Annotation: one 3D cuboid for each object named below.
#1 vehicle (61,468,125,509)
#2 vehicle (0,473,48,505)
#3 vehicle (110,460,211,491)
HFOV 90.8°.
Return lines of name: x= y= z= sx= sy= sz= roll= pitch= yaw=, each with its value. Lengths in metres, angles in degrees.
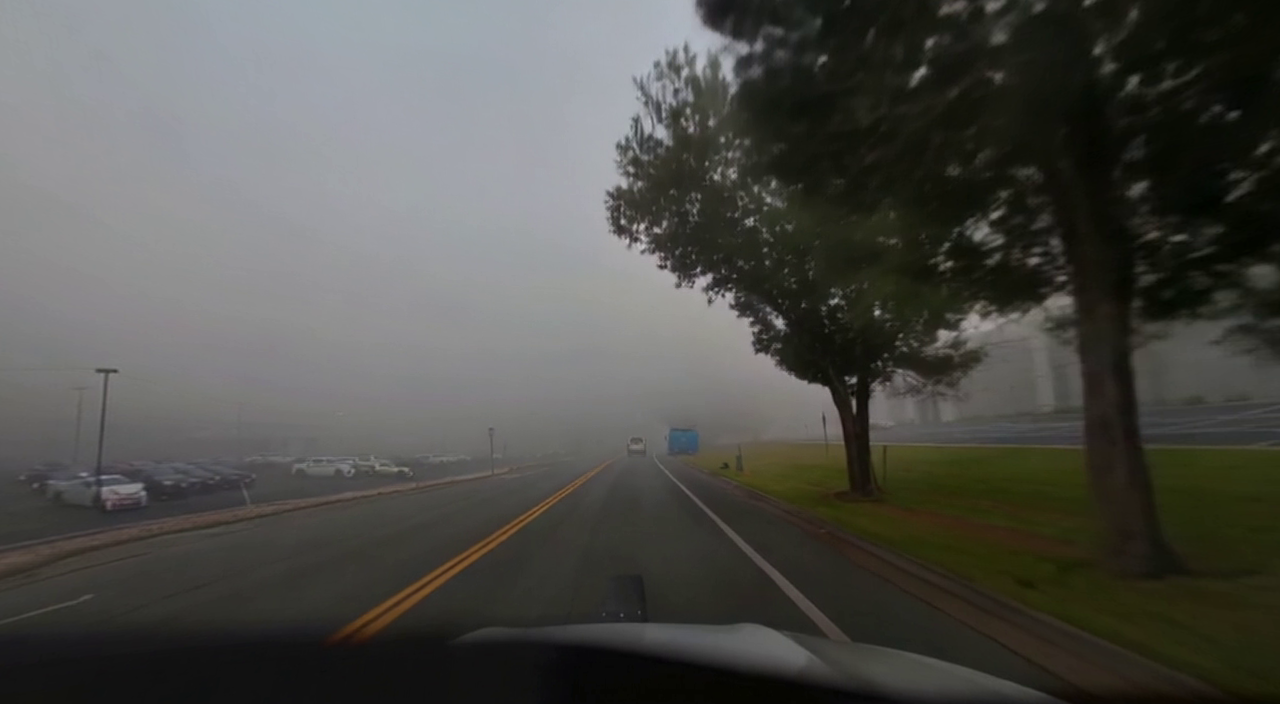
vehicle: x=-27.792 y=6.912 z=32.243 sx=1.930 sy=1.718 sz=4.438 roll=5 pitch=-10 yaw=-35
vehicle: x=-32.000 y=7.077 z=32.710 sx=1.747 sy=1.468 sz=3.972 roll=7 pitch=-13 yaw=-41
vehicle: x=-33.707 y=8.692 z=44.508 sx=5.432 sy=1.791 sz=2.159 roll=-3 pitch=-9 yaw=2
